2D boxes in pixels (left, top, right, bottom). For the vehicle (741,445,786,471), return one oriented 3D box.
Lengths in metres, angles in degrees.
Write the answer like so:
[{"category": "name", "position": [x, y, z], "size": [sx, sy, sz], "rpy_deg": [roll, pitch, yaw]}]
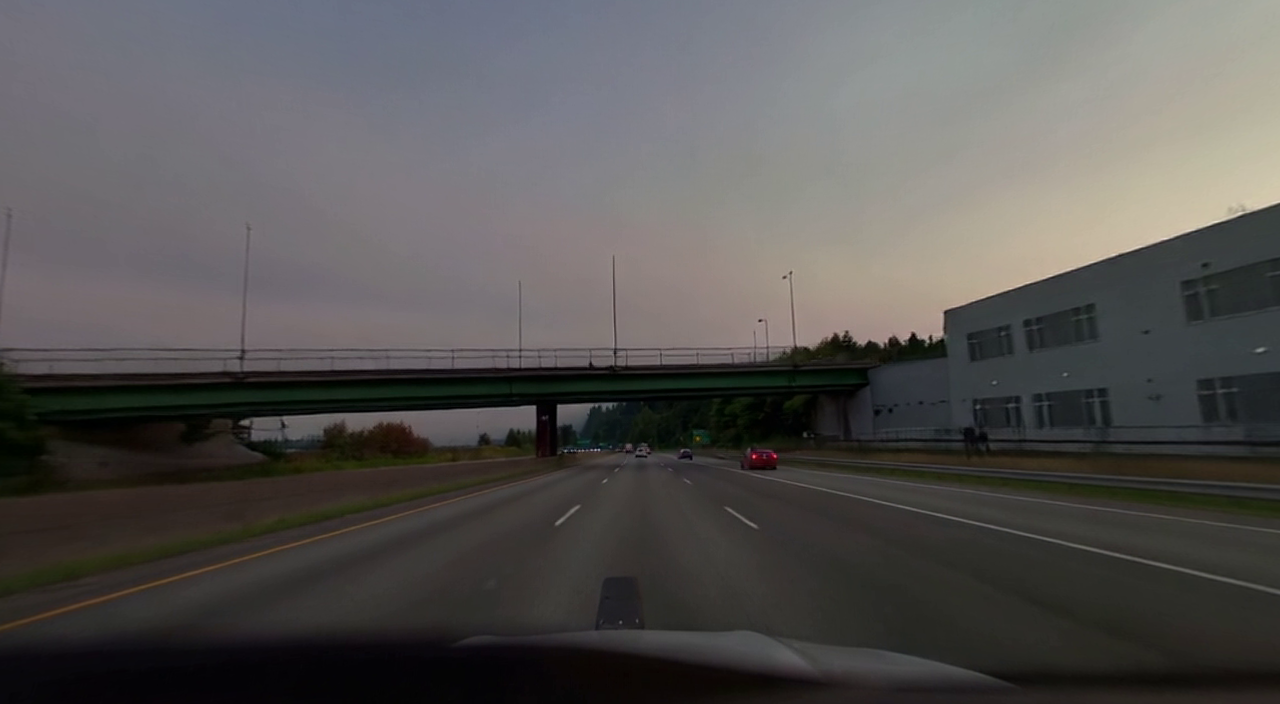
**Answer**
[{"category": "vehicle", "position": [7.537, 6.518, 38.882], "size": [1.923, 1.516, 3.815], "rpy_deg": [0, -9, -1]}]
